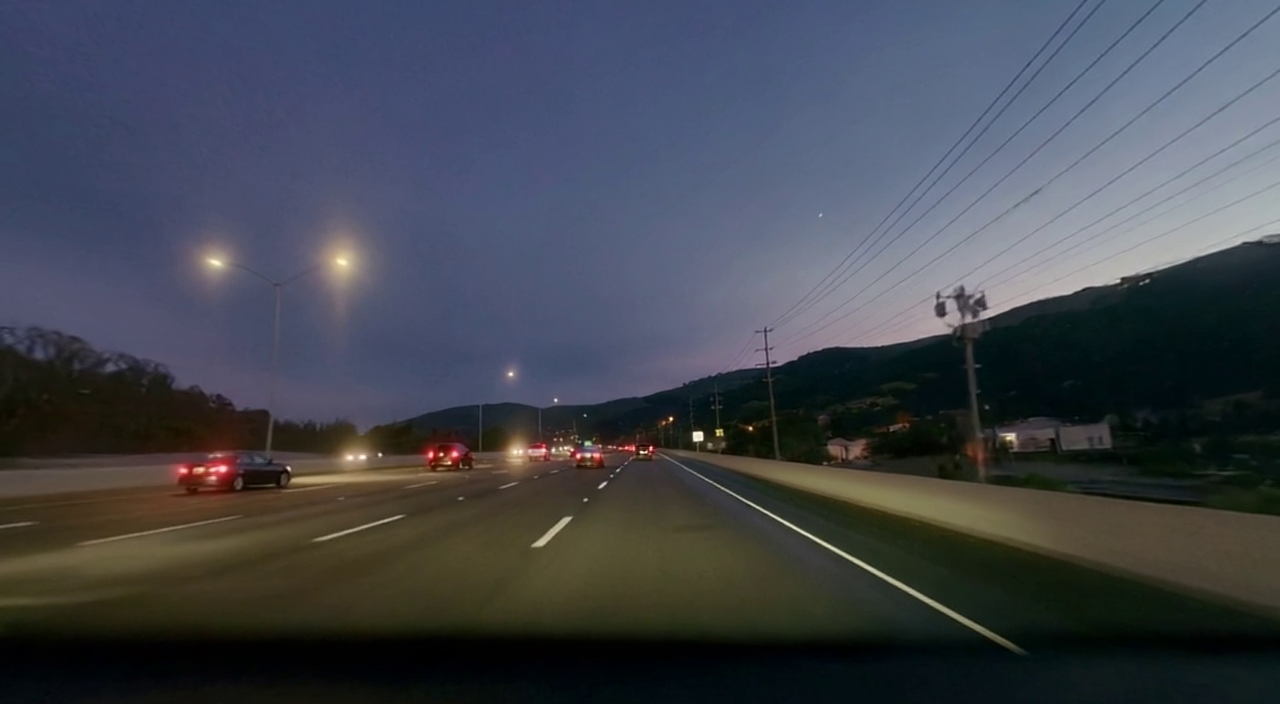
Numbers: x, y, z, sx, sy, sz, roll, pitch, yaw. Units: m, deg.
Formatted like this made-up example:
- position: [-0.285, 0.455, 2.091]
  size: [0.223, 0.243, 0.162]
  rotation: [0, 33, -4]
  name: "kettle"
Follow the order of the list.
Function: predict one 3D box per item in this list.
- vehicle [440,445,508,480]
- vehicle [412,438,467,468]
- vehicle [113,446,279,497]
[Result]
- position: [-7.420, 4.970, 28.605]
  size: [1.899, 1.472, 4.202]
  rotation: [0, -9, 1]
  name: "vehicle"
- position: [-14.226, 7.191, 45.057]
  size: [2.172, 1.946, 5.017]
  rotation: [0, -9, 1]
  name: "vehicle"
- position: [-14.374, 3.869, 20.872]
  size: [1.885, 1.474, 4.849]
  rotation: [0, -9, 1]
  name: "vehicle"
